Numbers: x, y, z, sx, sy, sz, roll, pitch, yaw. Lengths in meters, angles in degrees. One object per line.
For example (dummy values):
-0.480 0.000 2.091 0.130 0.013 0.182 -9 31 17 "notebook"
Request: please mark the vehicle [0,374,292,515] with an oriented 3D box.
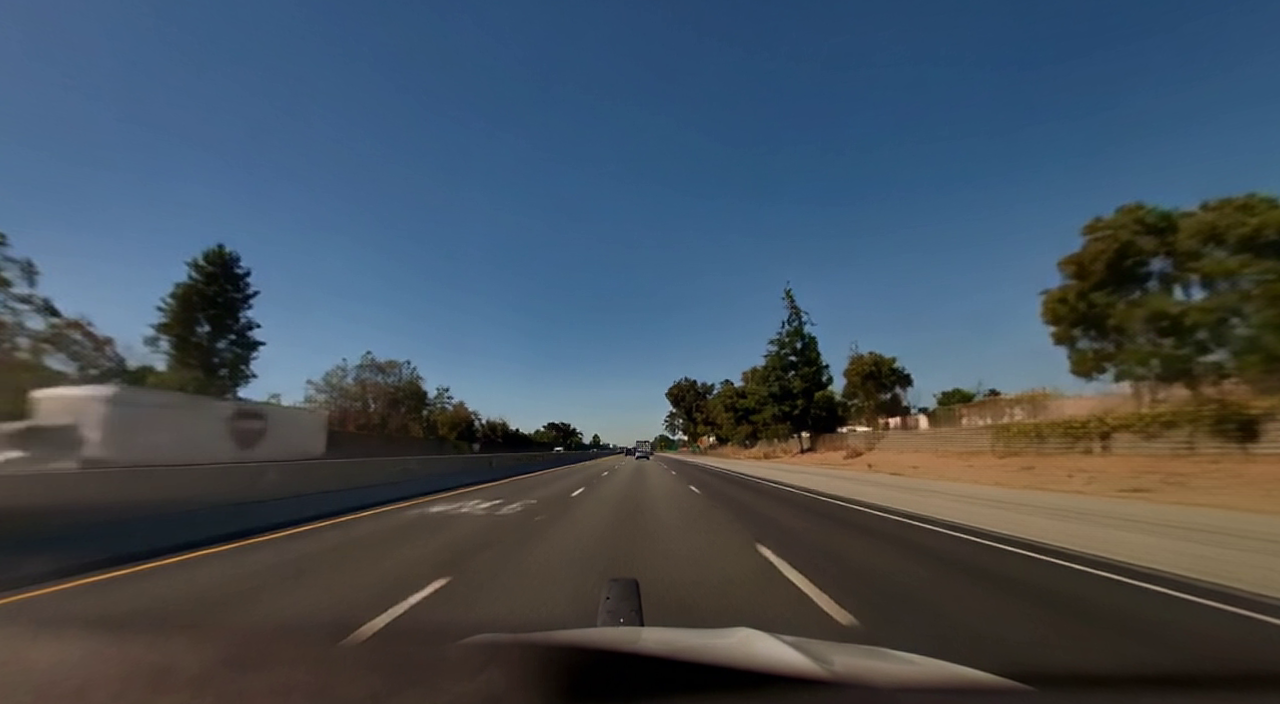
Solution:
-16.276 3.224 21.809 2.929 3.767 9.589 0 -9 0 "vehicle"
